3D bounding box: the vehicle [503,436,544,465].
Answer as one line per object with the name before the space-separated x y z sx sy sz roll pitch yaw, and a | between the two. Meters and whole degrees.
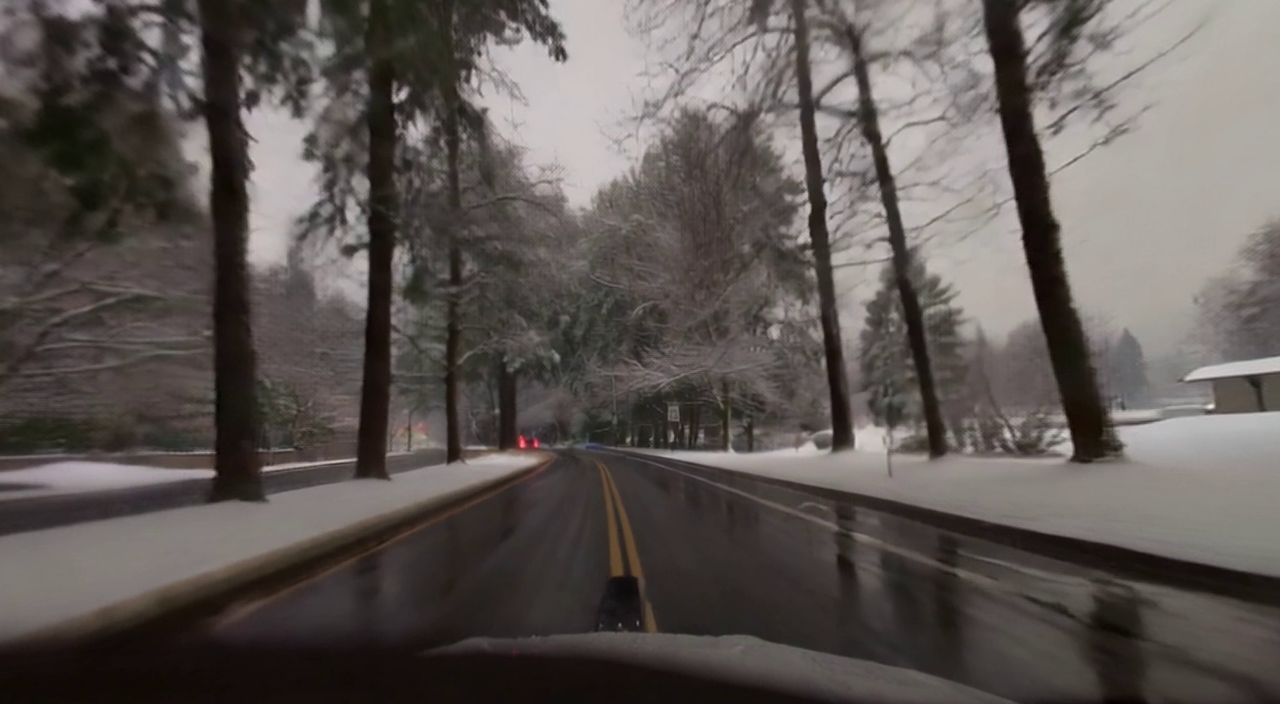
vehicle | -8.130 6.969 44.768 2.267 1.849 6.402 1 -9 -5
